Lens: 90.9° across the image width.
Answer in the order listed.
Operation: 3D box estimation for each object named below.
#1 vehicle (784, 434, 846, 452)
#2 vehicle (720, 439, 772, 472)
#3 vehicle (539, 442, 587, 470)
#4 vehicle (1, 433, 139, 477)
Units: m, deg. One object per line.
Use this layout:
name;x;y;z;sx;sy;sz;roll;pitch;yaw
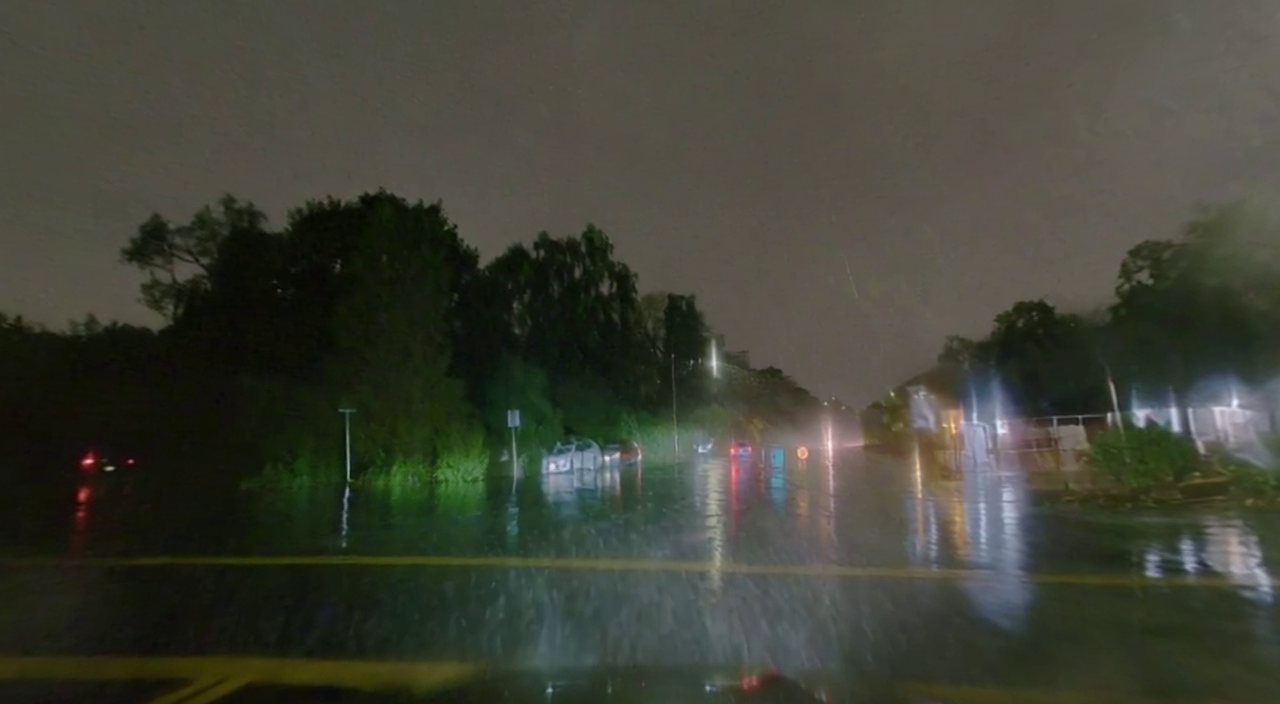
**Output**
vehicle;13.435;7.008;48.551;4.310;1.378;1.698;-1;-8;4
vehicle;5.021;4.984;30.473;2.051;1.461;4.100;-1;-8;4
vehicle;-4.396;6.034;36.734;2.102;1.507;4.049;-1;-8;2
vehicle;-24.966;4.480;27.626;4.986;1.796;2.066;-2;-9;17
